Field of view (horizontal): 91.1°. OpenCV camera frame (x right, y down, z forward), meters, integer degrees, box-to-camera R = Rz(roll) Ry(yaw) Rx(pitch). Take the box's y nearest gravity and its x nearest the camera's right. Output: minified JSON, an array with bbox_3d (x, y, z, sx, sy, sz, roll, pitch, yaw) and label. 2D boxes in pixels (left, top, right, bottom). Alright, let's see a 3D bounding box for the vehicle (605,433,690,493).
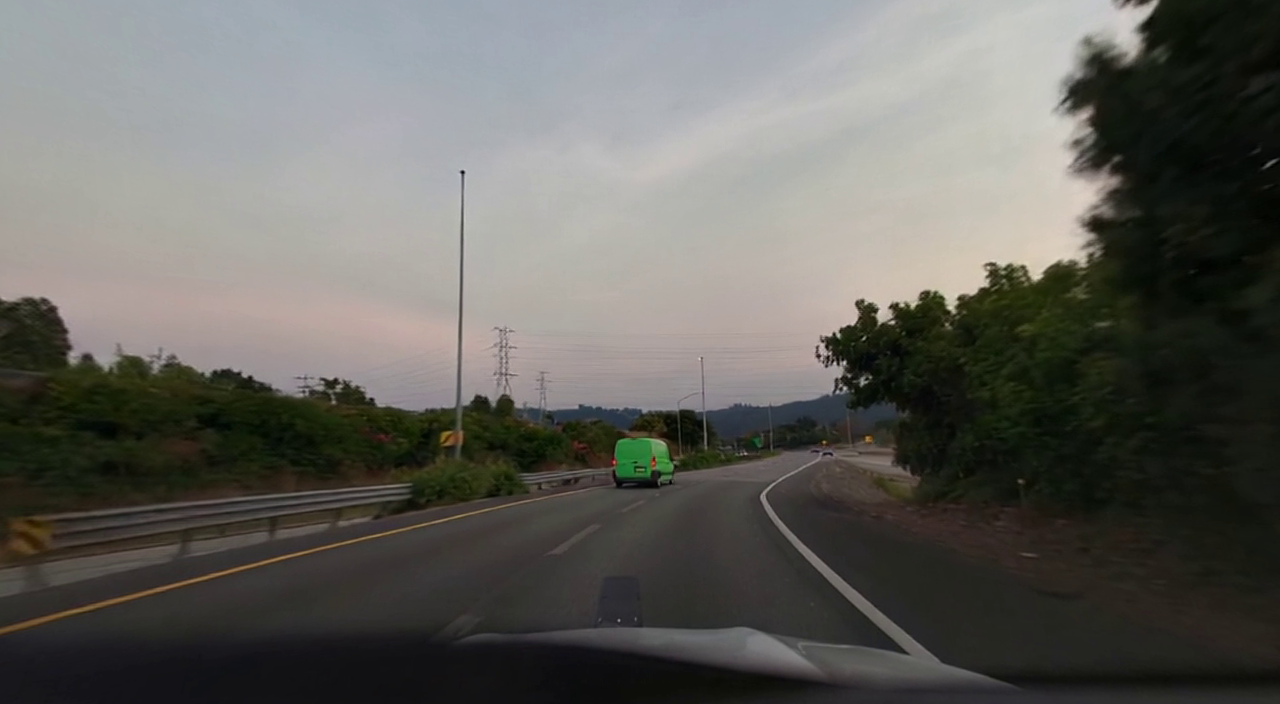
[{"bbox_3d":[0.410,4.180,23.900,2.270,2.023,4.632,-3,-9,13],"label":"vehicle"}]
